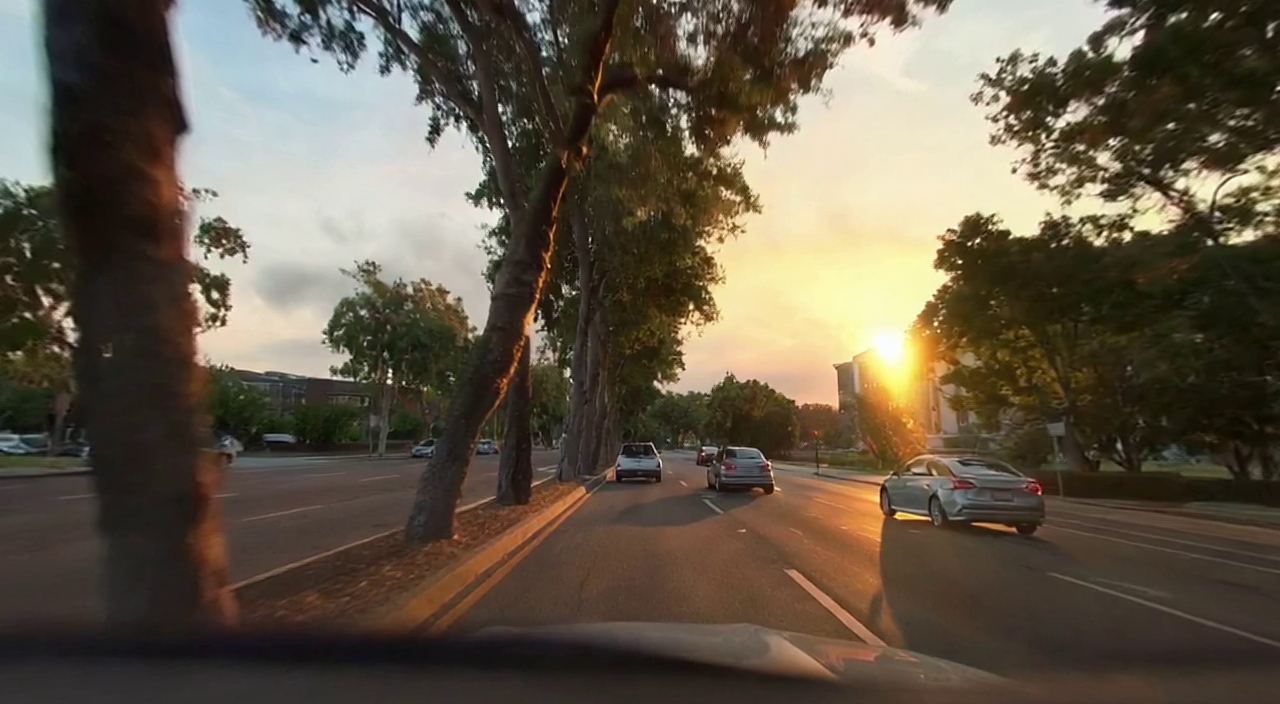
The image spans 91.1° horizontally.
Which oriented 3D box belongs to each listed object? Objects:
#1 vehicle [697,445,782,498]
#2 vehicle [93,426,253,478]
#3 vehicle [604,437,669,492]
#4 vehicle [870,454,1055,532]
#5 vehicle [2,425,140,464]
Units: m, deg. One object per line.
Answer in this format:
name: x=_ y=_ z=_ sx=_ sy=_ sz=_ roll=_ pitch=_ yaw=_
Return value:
vehicle: x=3.027 y=3.721 z=19.992 sx=1.932 sy=1.510 sz=4.168 roll=0 pitch=-9 yaw=-1
vehicle: x=-18.652 y=4.050 z=25.569 sx=2.094 sy=1.863 sz=5.694 roll=0 pitch=-9 yaw=0
vehicle: x=-0.096 y=3.784 z=21.446 sx=2.008 sy=1.674 sz=4.239 roll=0 pitch=-9 yaw=0
vehicle: x=7.123 y=3.120 z=14.479 sx=1.944 sy=1.458 sz=4.268 roll=0 pitch=-9 yaw=-1
vehicle: x=-28.657 y=4.708 z=31.918 sx=2.021 sy=1.774 sz=5.261 roll=0 pitch=-9 yaw=0
